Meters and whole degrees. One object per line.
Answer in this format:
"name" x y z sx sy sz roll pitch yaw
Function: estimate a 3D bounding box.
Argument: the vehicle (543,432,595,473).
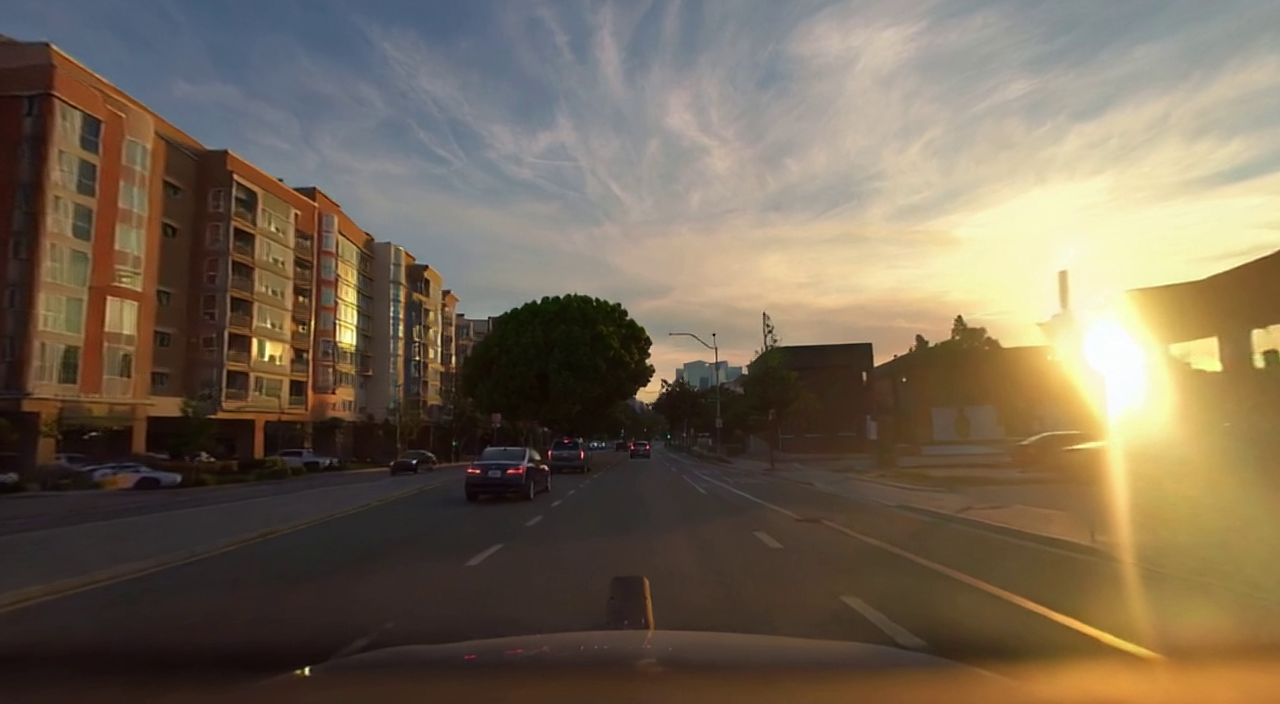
"vehicle" -3.667 5.300 33.225 2.152 1.987 4.527 0 -9 1

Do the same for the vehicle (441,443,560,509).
"vehicle" -3.269 3.010 15.735 1.959 1.406 4.272 0 -9 1

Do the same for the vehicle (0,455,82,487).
"vehicle" -37.284 7.236 38.397 4.402 1.868 2.071 1 -9 -4
